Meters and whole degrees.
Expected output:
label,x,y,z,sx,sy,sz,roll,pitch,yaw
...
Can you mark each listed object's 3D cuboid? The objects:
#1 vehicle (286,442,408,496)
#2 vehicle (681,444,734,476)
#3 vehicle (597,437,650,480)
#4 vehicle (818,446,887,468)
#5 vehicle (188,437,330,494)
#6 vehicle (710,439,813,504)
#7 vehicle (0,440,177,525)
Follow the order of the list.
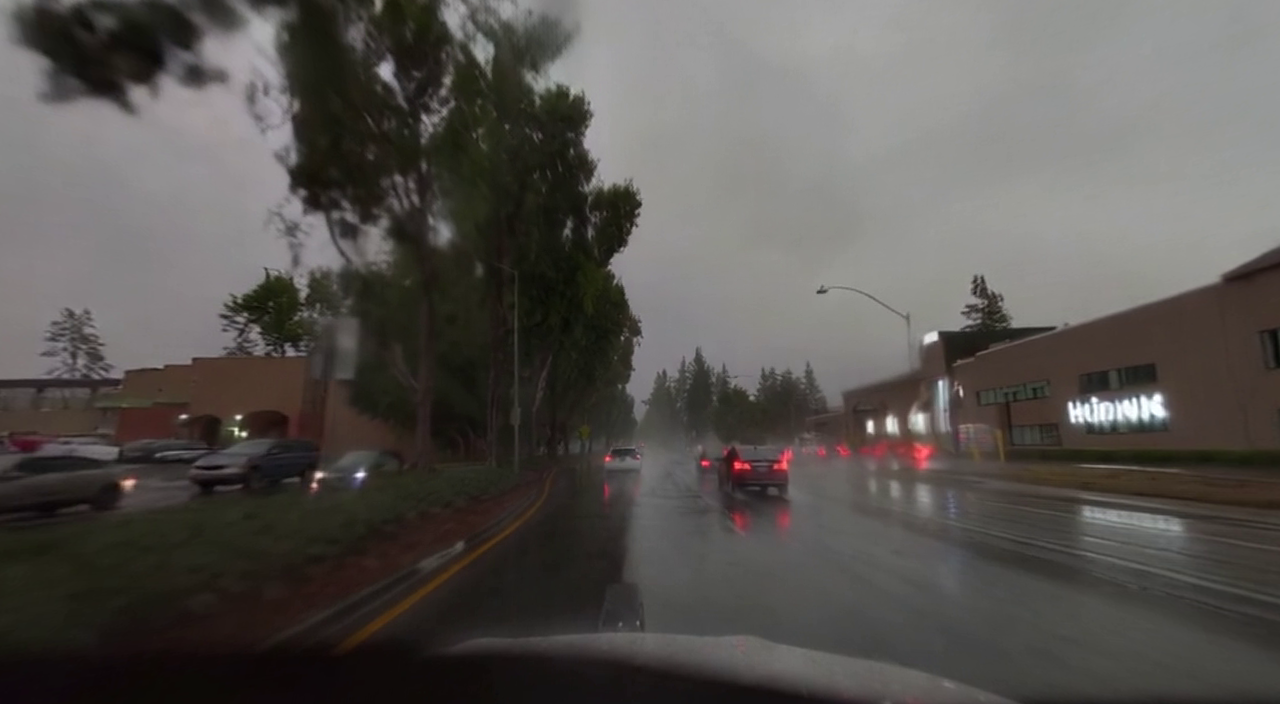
label,x,y,z,sx,sy,sz,roll,pitch,yaw
vehicle,-8.963,3.595,19.781,1.849,1.506,4.060,0,-9,0
vehicle,3.306,5.374,31.730,2.098,1.456,4.372,0,-9,-1
vehicle,-0.669,4.512,26.918,2.101,1.694,3.979,0,-9,0
vehicle,16.463,8.101,48.993,4.517,1.491,2.056,-1,-9,-7
vehicle,-12.624,3.754,21.363,2.002,1.686,4.477,-1,-8,0
vehicle,3.033,3.066,16.569,1.852,1.498,3.825,0,-9,-1
vehicle,-12.296,2.595,13.070,2.048,1.470,4.514,-1,-8,-1
